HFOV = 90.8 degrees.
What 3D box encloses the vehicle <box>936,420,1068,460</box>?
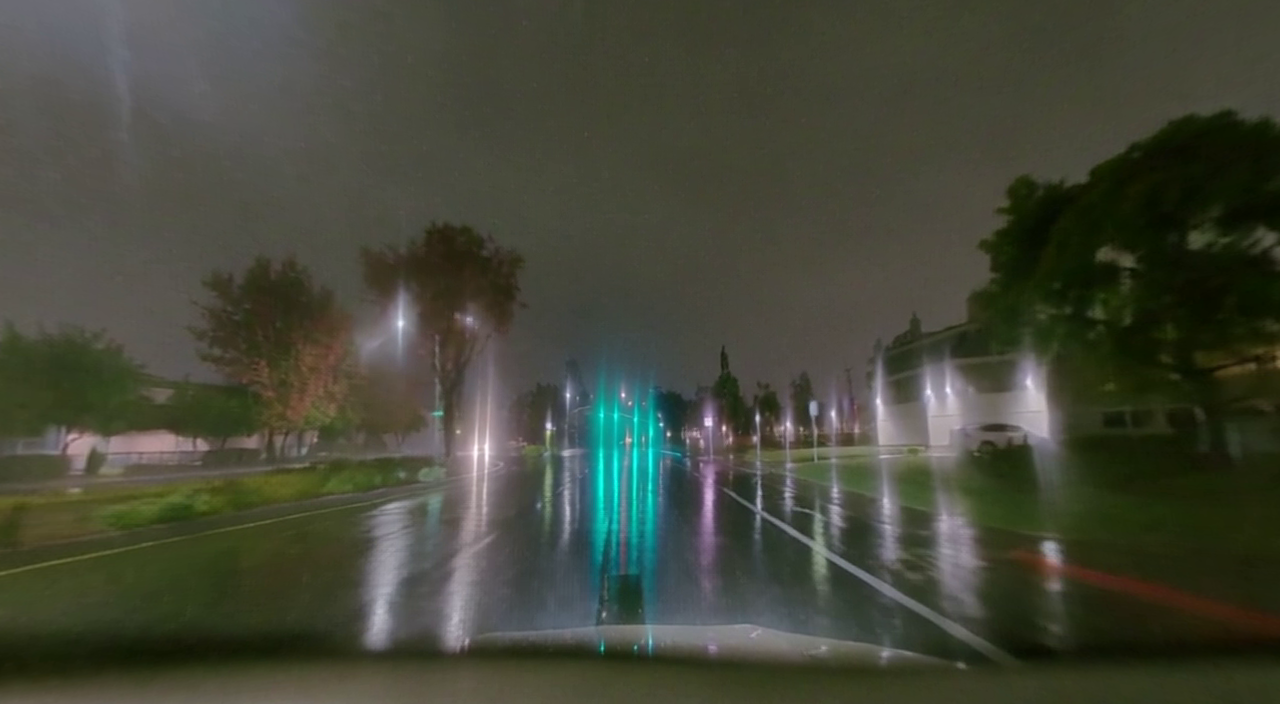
[{"bbox_3d":[14.867,3.678,26.128,4.198,1.561,1.937,0,-10,1],"label":"vehicle"}]
